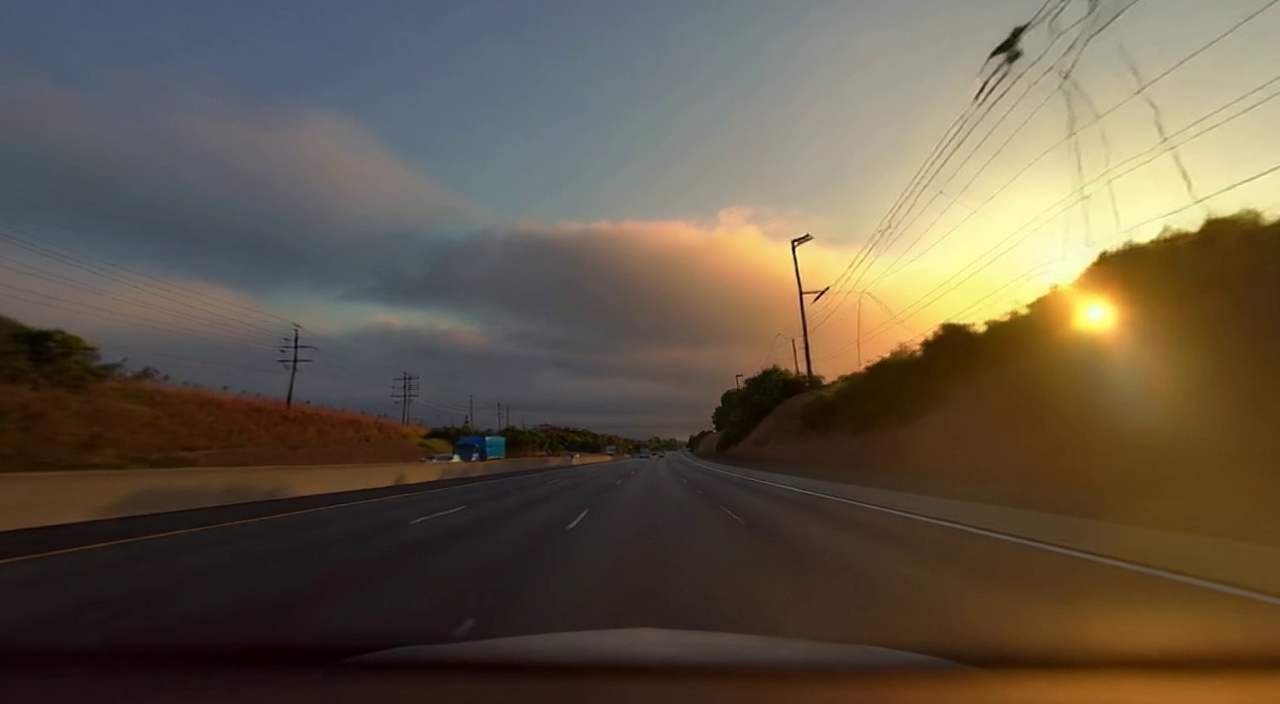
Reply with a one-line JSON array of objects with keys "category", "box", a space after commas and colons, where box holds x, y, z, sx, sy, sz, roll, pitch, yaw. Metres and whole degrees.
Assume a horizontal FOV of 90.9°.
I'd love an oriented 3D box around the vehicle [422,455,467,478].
[{"category": "vehicle", "box": [-14.051, 8.225, 45.410, 1.920, 1.524, 3.716, 0, -9, 3]}]
